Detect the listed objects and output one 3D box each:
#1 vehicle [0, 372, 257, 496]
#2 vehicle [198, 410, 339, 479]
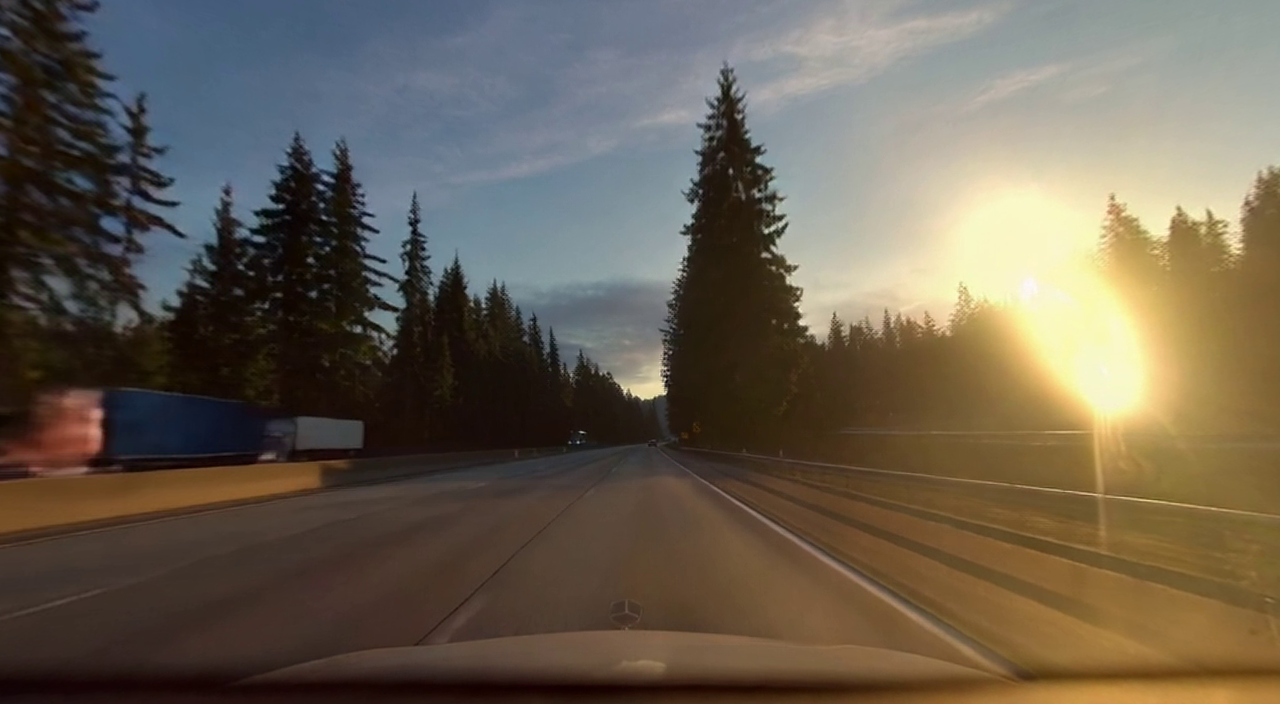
[{"bbox_3d":[-17.123,2.800,21.234,2.750,3.286,8.975,0,-8,0],"label":"vehicle"},{"bbox_3d":[-17.054,4.311,29.528,3.035,2.895,5.629,0,-8,1],"label":"vehicle"}]
